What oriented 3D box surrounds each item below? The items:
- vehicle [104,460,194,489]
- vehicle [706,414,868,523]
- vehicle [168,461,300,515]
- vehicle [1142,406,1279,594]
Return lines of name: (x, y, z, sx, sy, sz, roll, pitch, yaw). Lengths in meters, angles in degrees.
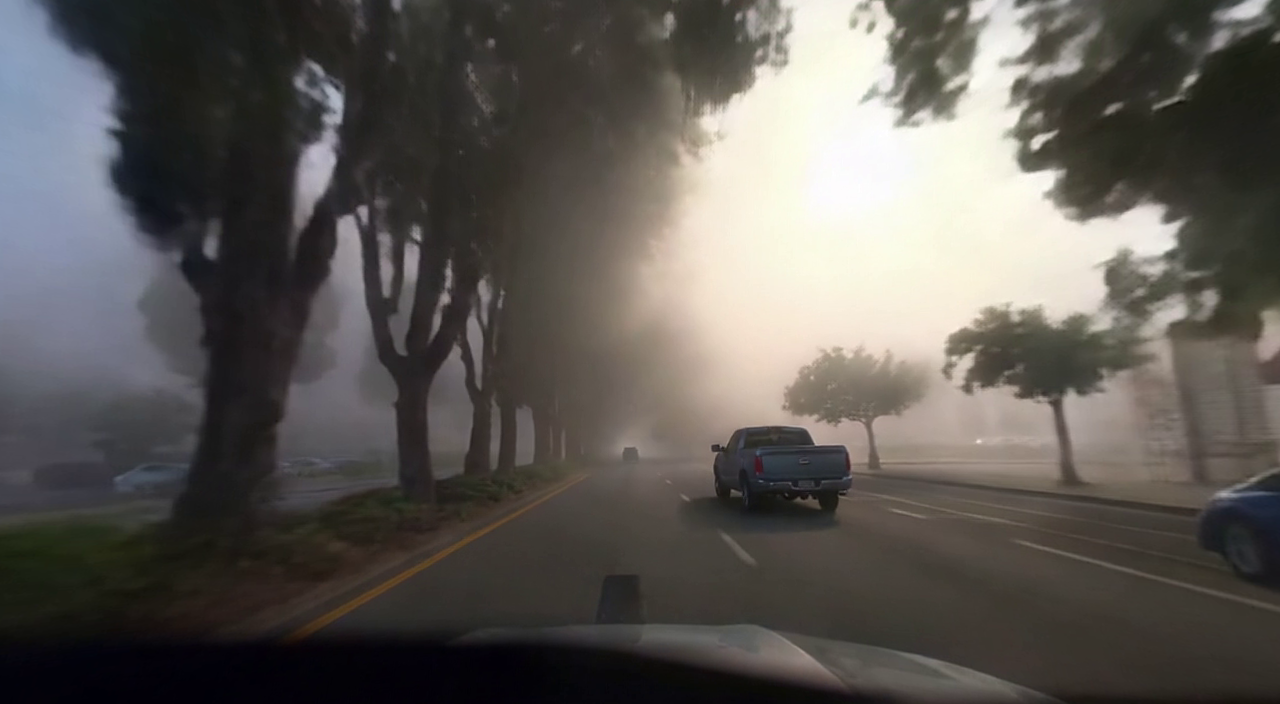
vehicle: (-29.799, 7.458, 38.460, 3.749, 1.600, 2.011, 0, -8, -2)
vehicle: (2.810, 2.397, 13.584, 2.138, 1.836, 5.245, 0, -8, -1)
vehicle: (-13.550, 4.529, 21.435, 1.835, 1.487, 4.201, 0, -8, -3)
vehicle: (6.491, 1.156, 4.686, 1.993, 1.604, 4.260, -1, -8, 0)
